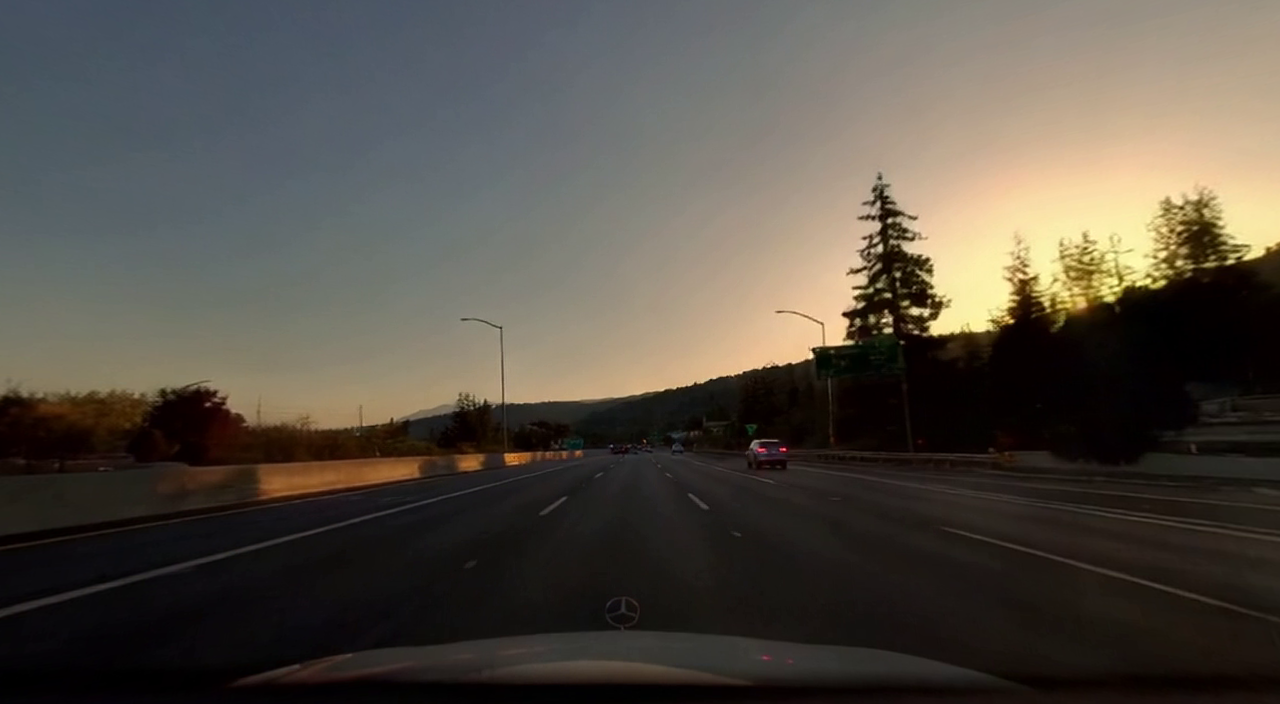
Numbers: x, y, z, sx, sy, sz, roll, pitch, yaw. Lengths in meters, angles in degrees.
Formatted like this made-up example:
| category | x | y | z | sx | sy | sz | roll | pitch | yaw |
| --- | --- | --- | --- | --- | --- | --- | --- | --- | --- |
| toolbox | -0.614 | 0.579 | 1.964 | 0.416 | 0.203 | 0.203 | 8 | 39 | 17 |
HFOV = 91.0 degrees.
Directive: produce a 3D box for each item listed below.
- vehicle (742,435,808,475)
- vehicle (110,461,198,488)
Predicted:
| category | x | y | z | sx | sy | sz | roll | pitch | yaw |
| --- | --- | --- | --- | --- | --- | --- | --- | --- | --- |
| vehicle | 6.338 | 4.904 | 30.141 | 2.096 | 1.767 | 4.601 | 0 | -9 | 0 |
| vehicle | -31.864 | 8.000 | 41.473 | 1.872 | 1.533 | 4.822 | -1 | -9 | 1 |
